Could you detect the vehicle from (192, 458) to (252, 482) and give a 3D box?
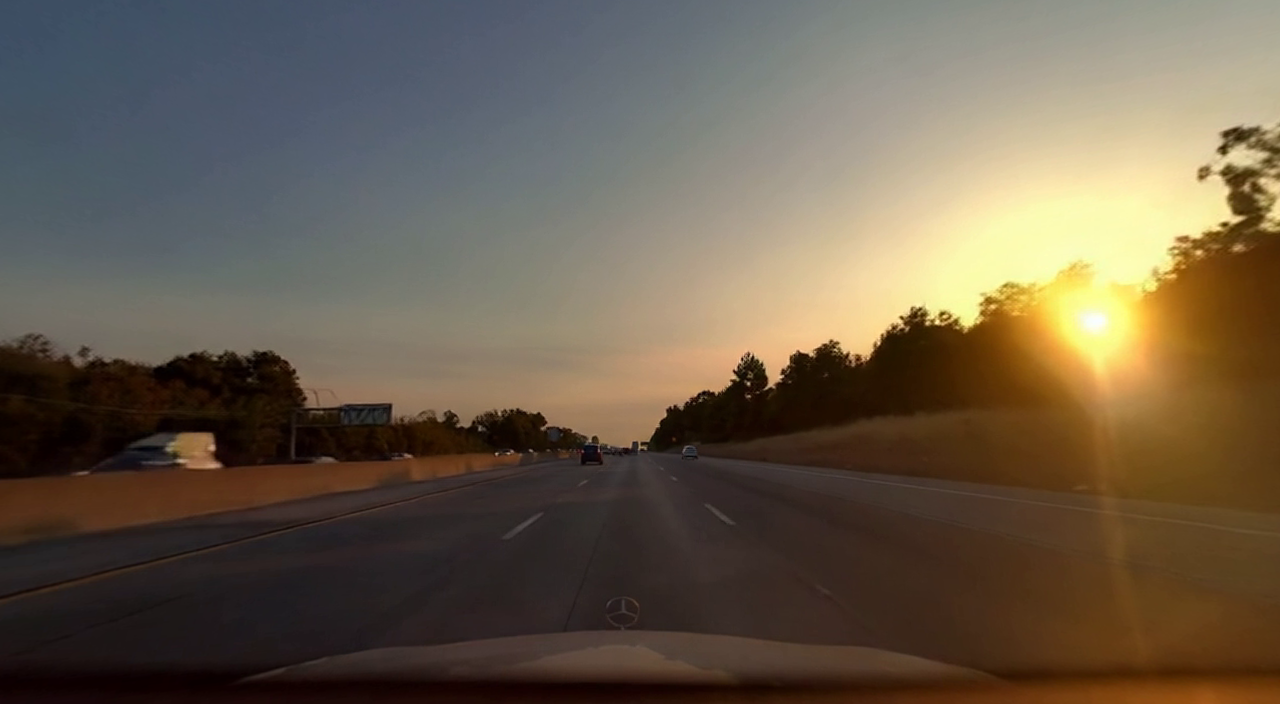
[{"bbox_3d":[-28.987,8.151,43.952,1.727,1.533,3.549,0,-9,0],"label":"vehicle"}]

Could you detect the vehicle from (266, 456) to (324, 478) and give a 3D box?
[{"bbox_3d":[-25.523,8.534,46.921,1.849,1.457,4.390,0,-9,0],"label":"vehicle"}]

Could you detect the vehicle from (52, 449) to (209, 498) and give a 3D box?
[{"bbox_3d":[-21.700,5.141,27.352,2.223,1.871,5.577,0,-9,-1],"label":"vehicle"}]
